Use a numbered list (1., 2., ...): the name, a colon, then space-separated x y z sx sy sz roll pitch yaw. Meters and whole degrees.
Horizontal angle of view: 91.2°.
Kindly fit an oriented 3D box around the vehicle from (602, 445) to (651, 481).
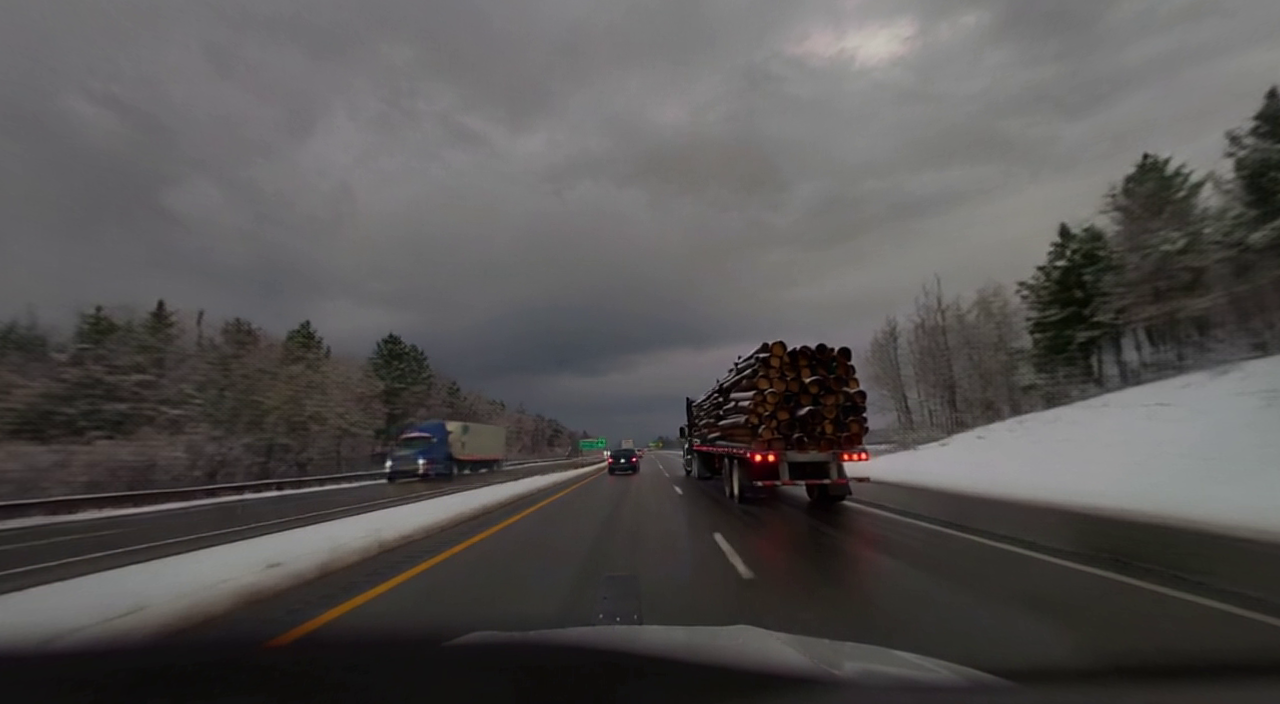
1. vehicle: -0.546 5.125 29.087 2.099 1.506 4.097 -1 -9 1

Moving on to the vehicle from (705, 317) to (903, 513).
1. vehicle: 3.697 1.871 16.791 3.004 3.923 8.363 -1 -9 0

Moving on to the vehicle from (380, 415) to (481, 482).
1. vehicle: -13.815 6.580 42.674 2.968 3.947 10.444 -1 -9 2
